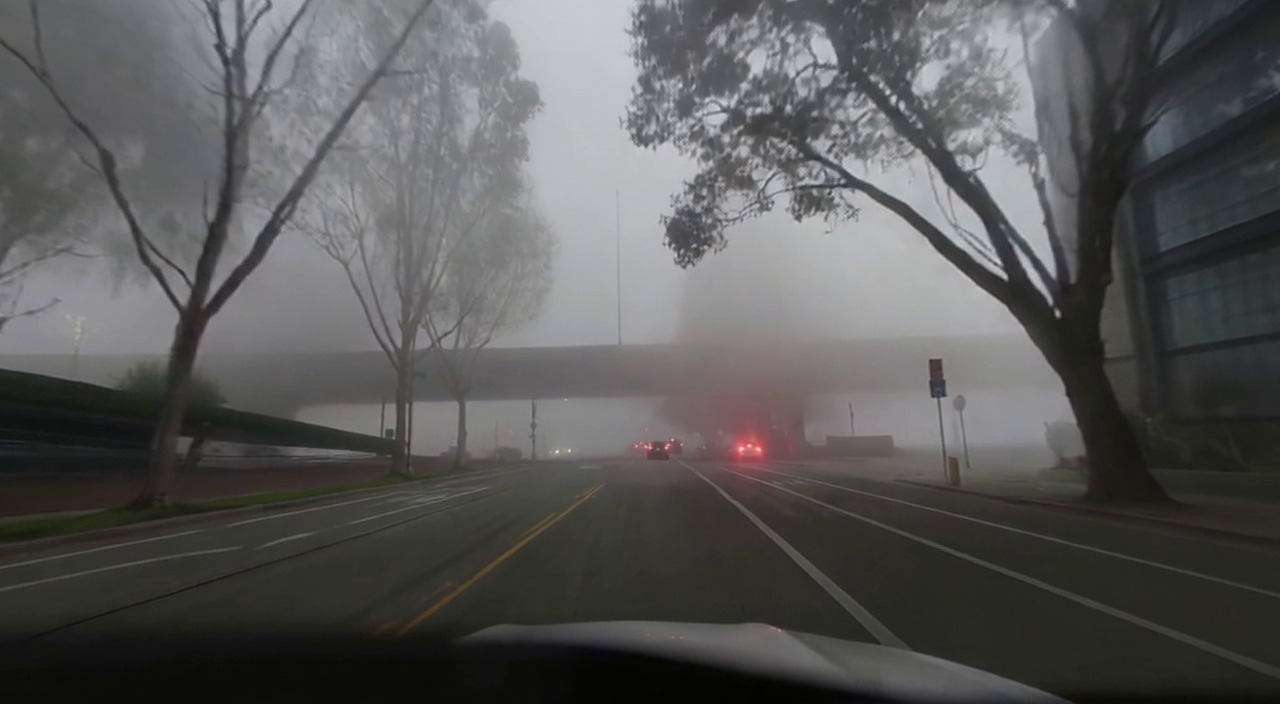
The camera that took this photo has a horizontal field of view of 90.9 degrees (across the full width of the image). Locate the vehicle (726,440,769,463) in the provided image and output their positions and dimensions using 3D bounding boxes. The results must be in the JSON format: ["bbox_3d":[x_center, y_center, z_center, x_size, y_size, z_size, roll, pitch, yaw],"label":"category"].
[{"bbox_3d":[7.348,6.854,43.486,2.035,1.435,4.481,0,-8,-1],"label":"vehicle"}]

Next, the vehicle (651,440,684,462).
[{"bbox_3d":[1.976,7.144,45.587,2.280,1.475,4.051,-1,-8,2],"label":"vehicle"}]
